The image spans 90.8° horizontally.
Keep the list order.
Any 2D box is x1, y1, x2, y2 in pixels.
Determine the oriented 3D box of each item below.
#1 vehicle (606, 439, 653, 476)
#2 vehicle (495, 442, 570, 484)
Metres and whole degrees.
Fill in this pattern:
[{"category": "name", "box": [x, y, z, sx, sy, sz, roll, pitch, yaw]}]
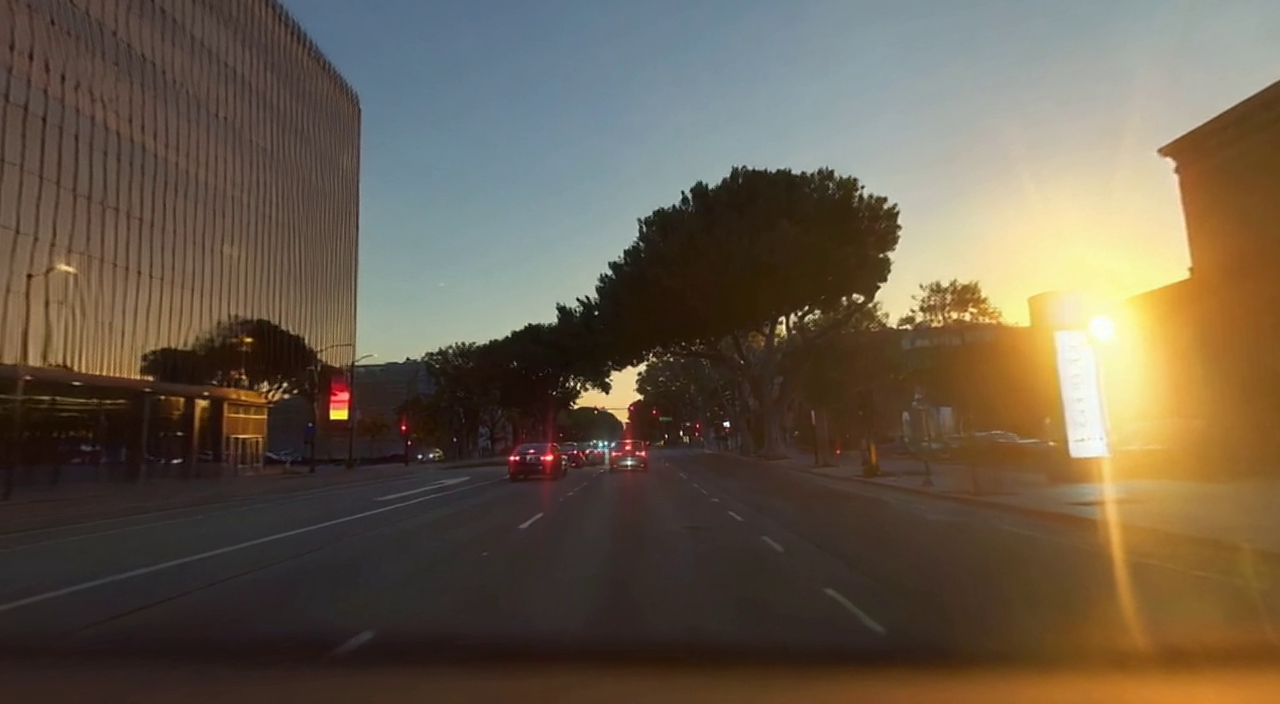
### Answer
[{"category": "vehicle", "box": [-0.443, 4.846, 29.266, 2.042, 1.555, 3.912, 0, -9, 0]}, {"category": "vehicle", "box": [-4.019, 4.222, 24.404, 2.020, 1.457, 4.496, 0, -9, 1]}]
